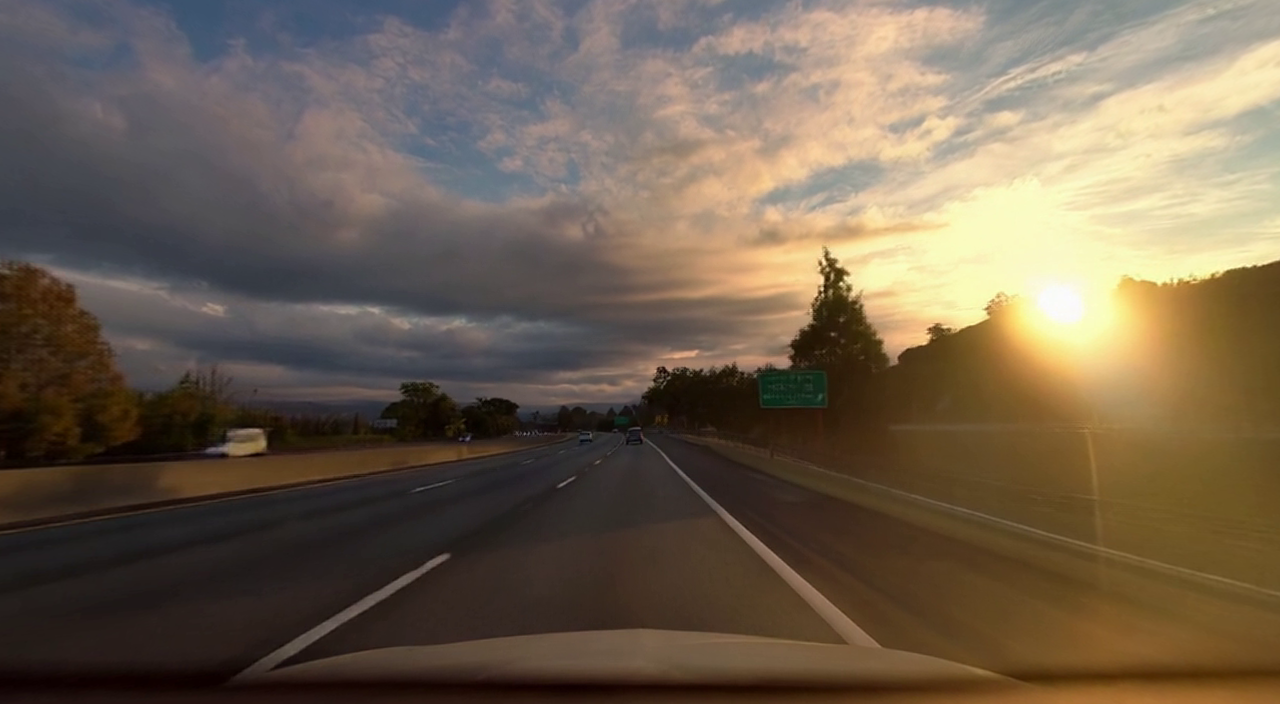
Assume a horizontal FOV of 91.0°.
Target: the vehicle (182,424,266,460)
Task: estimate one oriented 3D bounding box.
[{"bbox_3d":[-32.551,7.093,49.581,2.376,2.674,5.878,0,-8,2],"label":"vehicle"}]
